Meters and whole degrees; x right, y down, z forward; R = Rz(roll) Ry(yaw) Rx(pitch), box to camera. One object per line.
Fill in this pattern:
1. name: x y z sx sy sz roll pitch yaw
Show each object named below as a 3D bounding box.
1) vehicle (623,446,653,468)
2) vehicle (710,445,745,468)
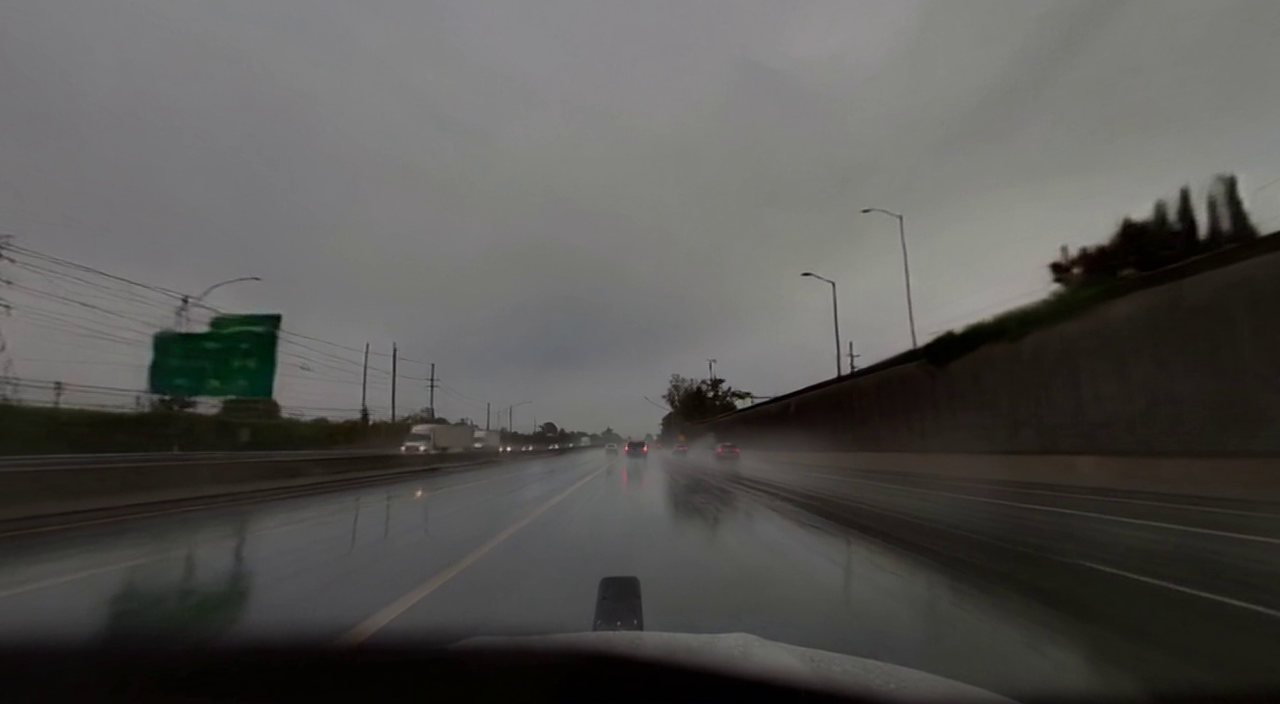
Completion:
1. vehicle: -0.181 7.540 45.536 2.109 1.489 4.027 0 -8 -1
2. vehicle: 6.800 8.154 49.714 2.005 1.687 4.259 0 -8 -1
